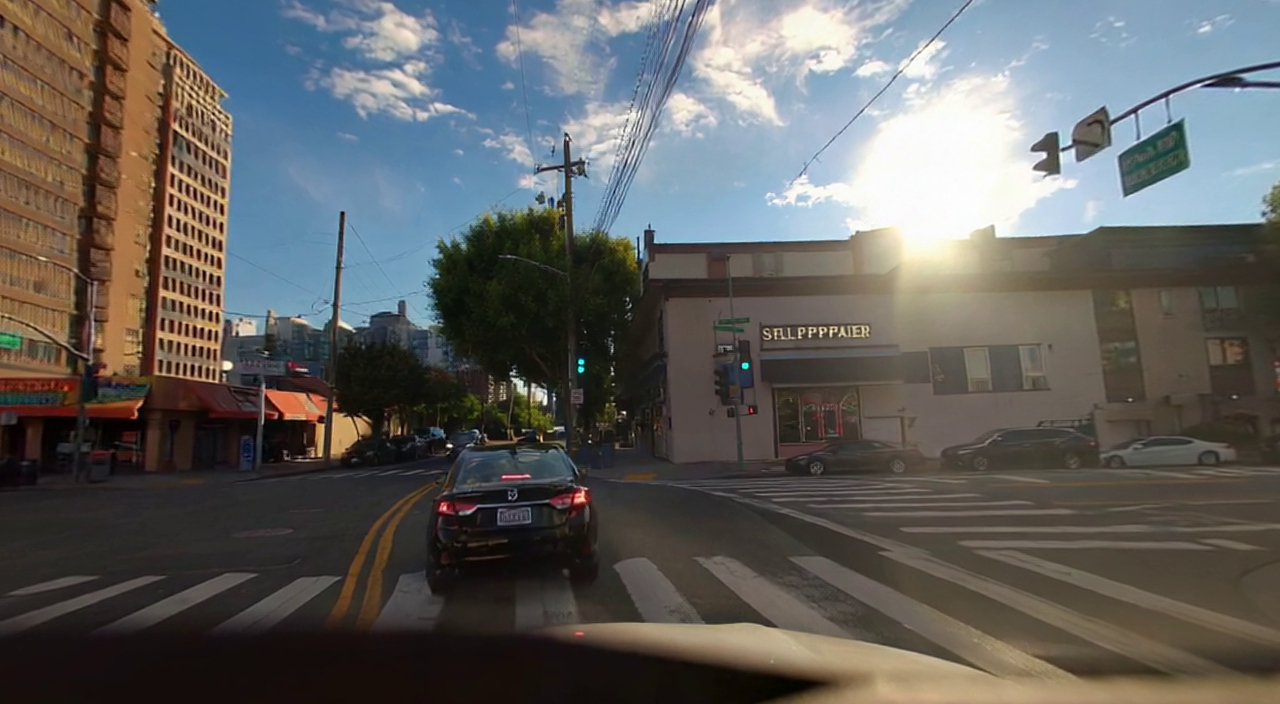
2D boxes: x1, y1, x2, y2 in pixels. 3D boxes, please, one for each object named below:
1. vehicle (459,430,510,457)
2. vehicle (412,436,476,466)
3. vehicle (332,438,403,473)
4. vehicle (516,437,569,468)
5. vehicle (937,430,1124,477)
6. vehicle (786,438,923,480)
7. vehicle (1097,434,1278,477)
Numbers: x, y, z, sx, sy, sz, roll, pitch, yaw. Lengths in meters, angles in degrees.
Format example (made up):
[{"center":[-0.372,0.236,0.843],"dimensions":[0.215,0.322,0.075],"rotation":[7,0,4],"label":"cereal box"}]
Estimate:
[{"center":[-10.602,6.272,43.390],"dimensions":[2.181,1.723,4.692],"rotation":[-1,-9,2],"label":"vehicle"},{"center":[-10.370,5.278,33.820],"dimensions":[2.119,1.485,4.472],"rotation":[0,-9,-2],"label":"vehicle"},{"center":[-14.948,5.636,34.861],"dimensions":[1.933,1.461,4.393],"rotation":[-4,-6,0],"label":"vehicle"},{"center":[-5.014,5.230,33.004],"dimensions":[1.892,1.481,4.365],"rotation":[-1,-9,2],"label":"vehicle"},{"center":[14.203,3.723,23.244],"dimensions":[5.420,1.609,2.063],"rotation":[0,-9,1],"label":"vehicle"},{"center":[7.851,3.955,23.450],"dimensions":[4.426,1.446,1.795],"rotation":[0,-9,0],"label":"vehicle"},{"center":[19.772,3.758,22.964],"dimensions":[4.782,1.455,1.936],"rotation":[0,-9,-2],"label":"vehicle"}]
